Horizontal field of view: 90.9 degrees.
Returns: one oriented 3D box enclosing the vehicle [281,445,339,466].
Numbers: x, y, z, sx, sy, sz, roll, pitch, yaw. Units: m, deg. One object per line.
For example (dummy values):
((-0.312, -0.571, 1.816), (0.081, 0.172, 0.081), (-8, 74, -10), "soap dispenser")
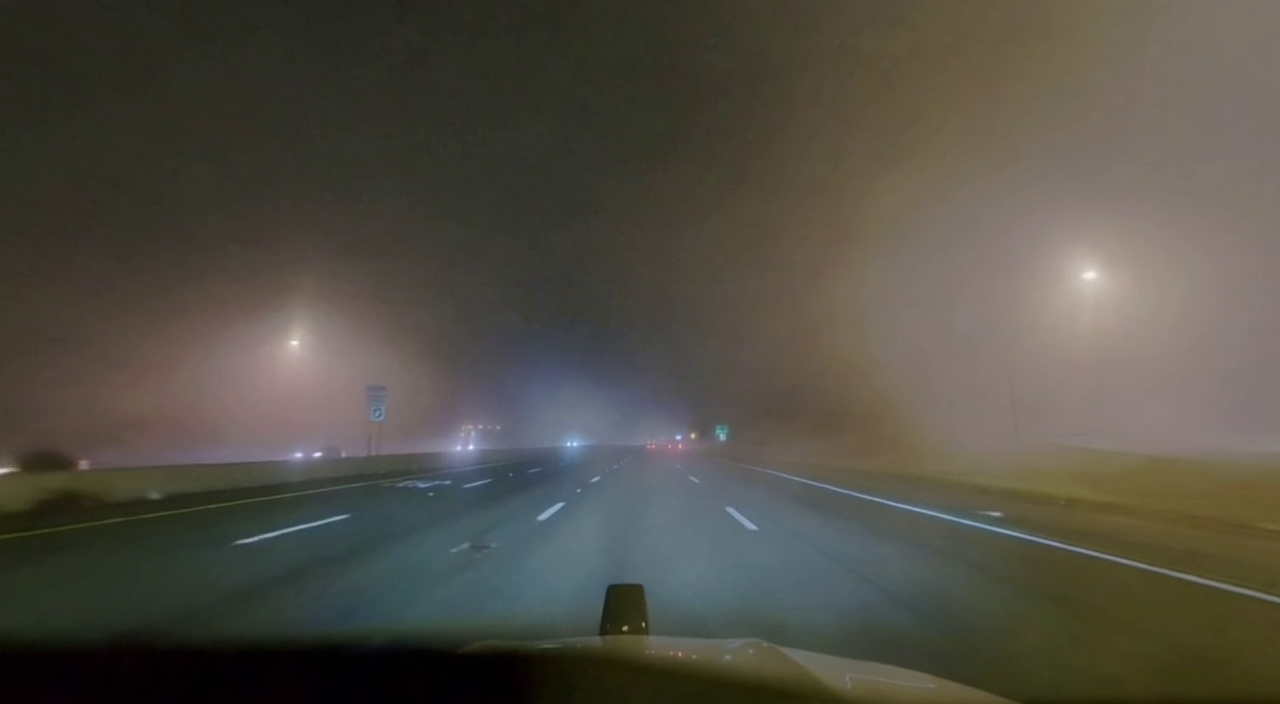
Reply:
((-25.376, 7.968, 48.657), (1.976, 1.511, 4.503), (0, -8, 1), "vehicle")
